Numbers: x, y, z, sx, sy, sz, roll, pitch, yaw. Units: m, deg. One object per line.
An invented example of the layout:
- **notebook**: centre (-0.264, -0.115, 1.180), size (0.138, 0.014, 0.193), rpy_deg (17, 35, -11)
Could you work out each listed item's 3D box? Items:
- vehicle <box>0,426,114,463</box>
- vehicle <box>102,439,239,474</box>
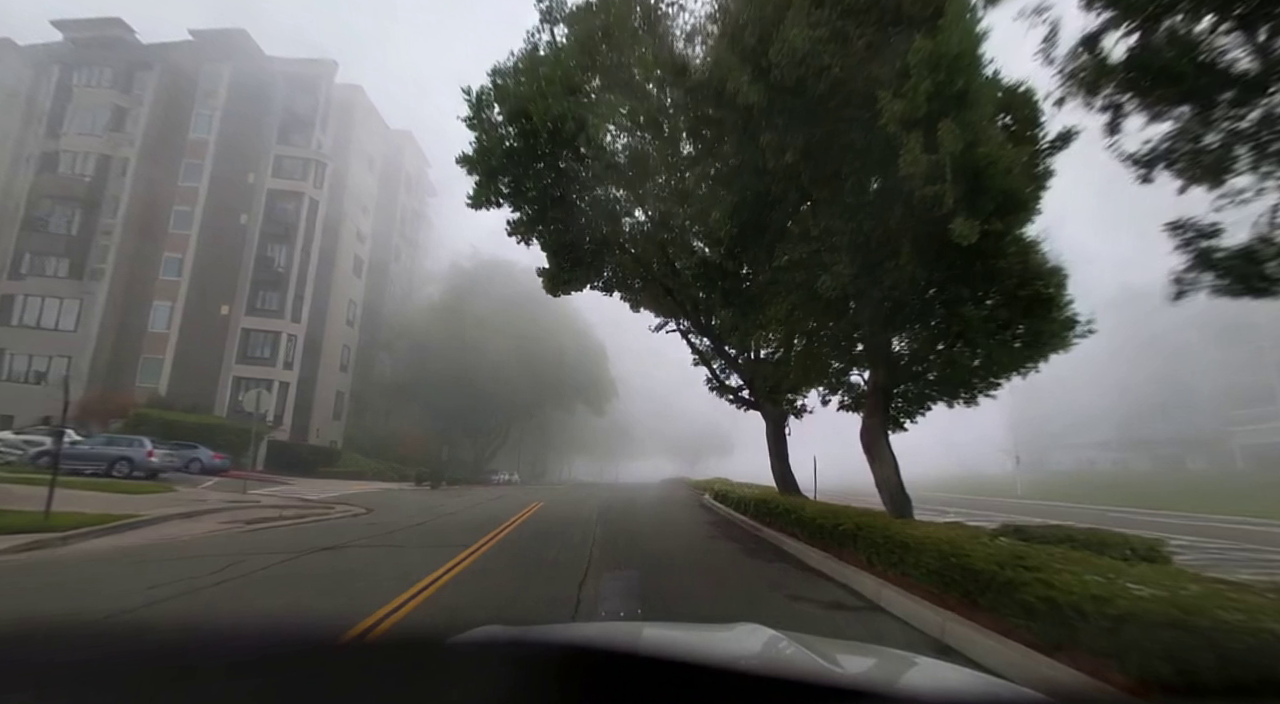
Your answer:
- **vehicle**: centre (-25.478, 3.940, 26.933), size (4.393, 1.478, 1.776), rpy_deg (0, -8, -3)
- **vehicle**: centre (-19.941, 4.430, 26.954), size (4.322, 1.436, 1.827), rpy_deg (0, -8, -1)
